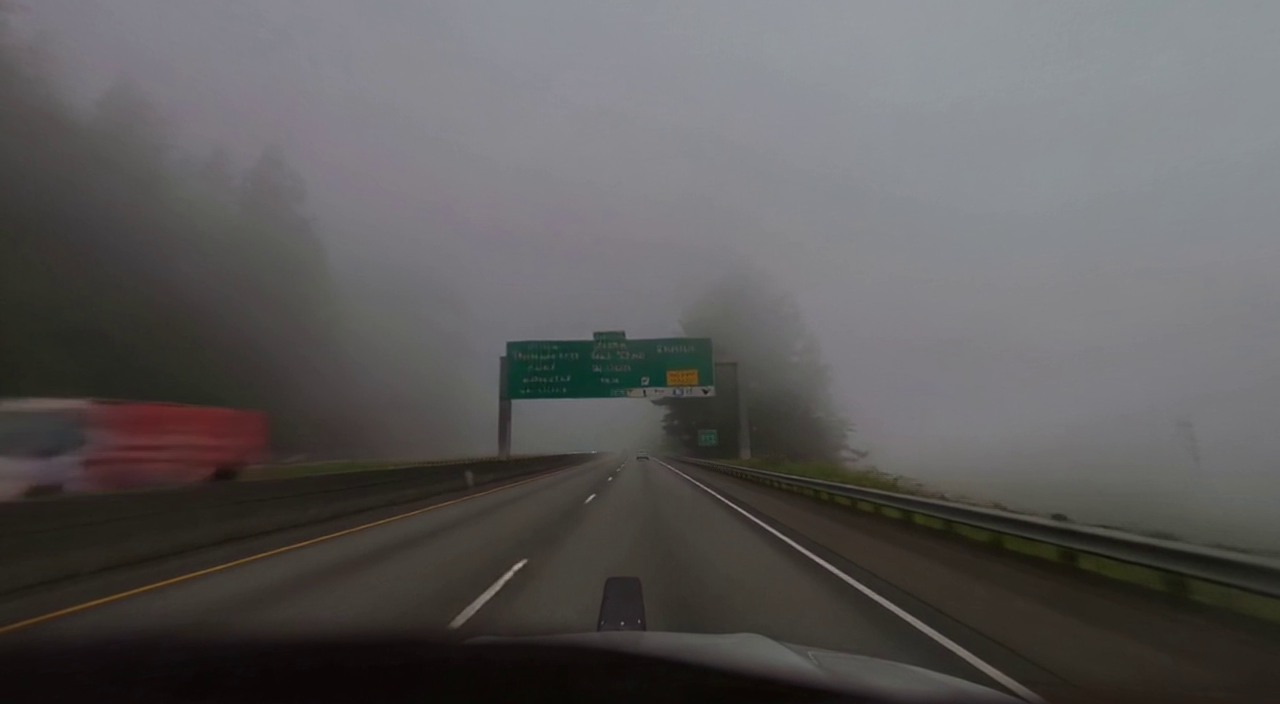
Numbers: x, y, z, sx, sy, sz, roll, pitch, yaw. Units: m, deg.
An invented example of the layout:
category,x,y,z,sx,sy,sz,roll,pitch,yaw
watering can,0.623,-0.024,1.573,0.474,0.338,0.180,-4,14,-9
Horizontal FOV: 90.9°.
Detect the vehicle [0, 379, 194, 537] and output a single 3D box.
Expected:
category,x,y,z,sx,sy,sz,roll,pitch,yaw
vehicle,-10.617,1.752,10.504,2.368,2.301,5.356,0,-9,0
